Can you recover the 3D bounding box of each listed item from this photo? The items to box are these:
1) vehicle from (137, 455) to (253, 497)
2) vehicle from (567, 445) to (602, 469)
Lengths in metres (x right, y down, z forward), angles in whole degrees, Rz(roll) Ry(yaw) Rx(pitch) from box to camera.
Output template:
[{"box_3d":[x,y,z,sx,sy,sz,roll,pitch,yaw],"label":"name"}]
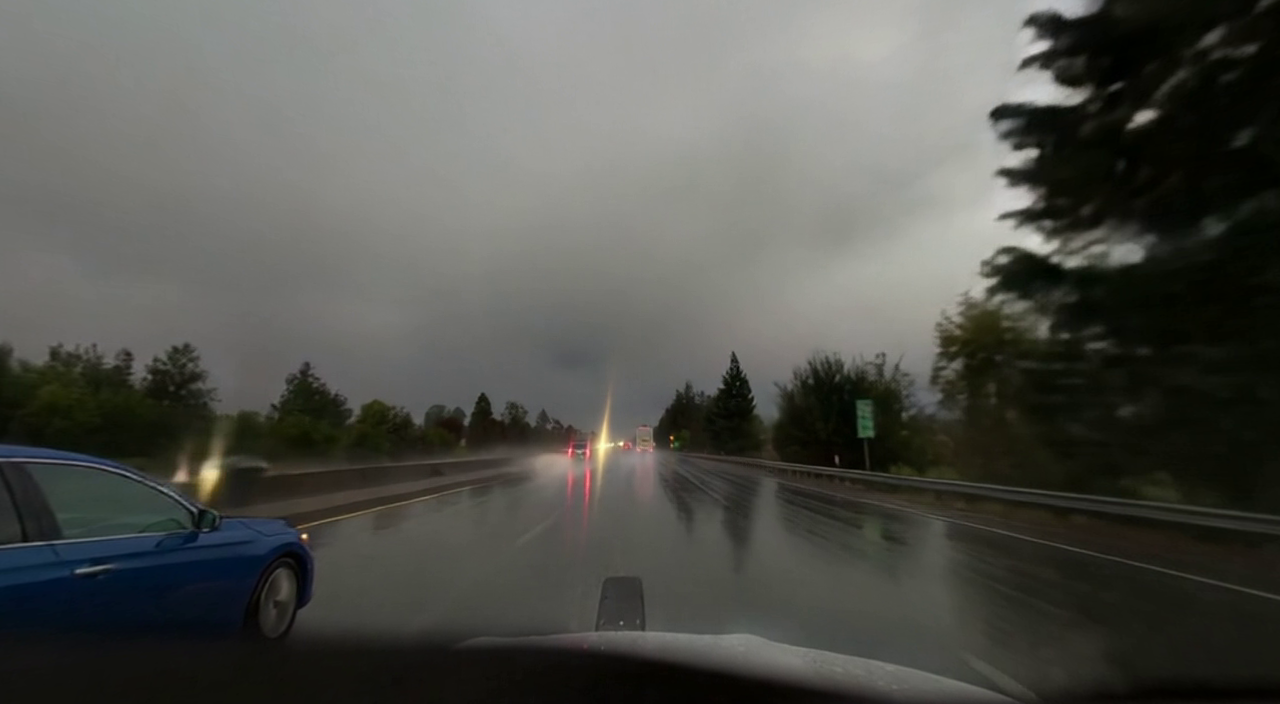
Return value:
[{"box_3d":[-16.811,4.659,24.072,1.741,1.423,3.652,0,-9,0],"label":"vehicle"},{"box_3d":[-3.679,7.014,42.310,2.018,1.548,3.849,0,-9,-1],"label":"vehicle"}]
